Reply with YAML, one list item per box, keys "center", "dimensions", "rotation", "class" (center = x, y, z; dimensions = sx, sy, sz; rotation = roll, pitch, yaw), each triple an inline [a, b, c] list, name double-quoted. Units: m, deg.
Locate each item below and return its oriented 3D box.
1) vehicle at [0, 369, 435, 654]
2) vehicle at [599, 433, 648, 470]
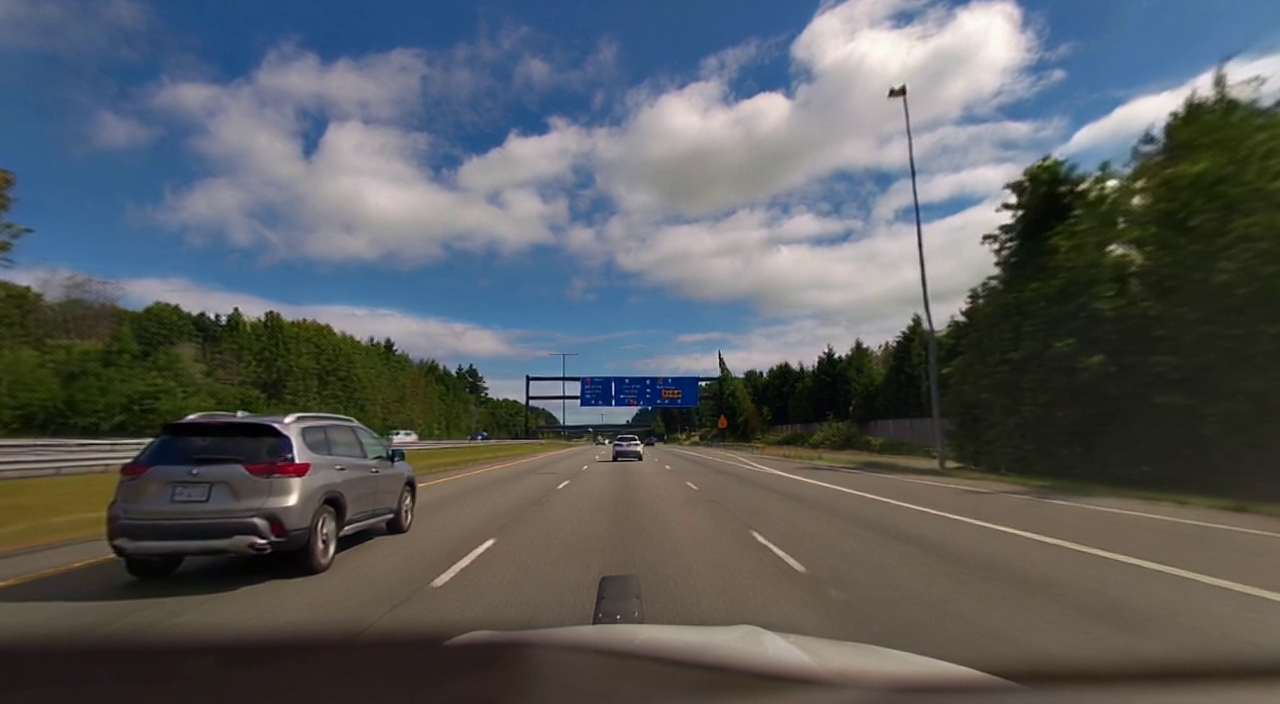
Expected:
- center: [-3.776, 1.245, 6.046]
  dimensions: [2.111, 1.689, 4.505]
  rotation: [0, -8, -1]
  class: "vehicle"
- center: [-0.751, 4.383, 28.007]
  dimensions: [2.010, 1.534, 4.013]
  rotation: [0, -8, -2]
  class: "vehicle"
